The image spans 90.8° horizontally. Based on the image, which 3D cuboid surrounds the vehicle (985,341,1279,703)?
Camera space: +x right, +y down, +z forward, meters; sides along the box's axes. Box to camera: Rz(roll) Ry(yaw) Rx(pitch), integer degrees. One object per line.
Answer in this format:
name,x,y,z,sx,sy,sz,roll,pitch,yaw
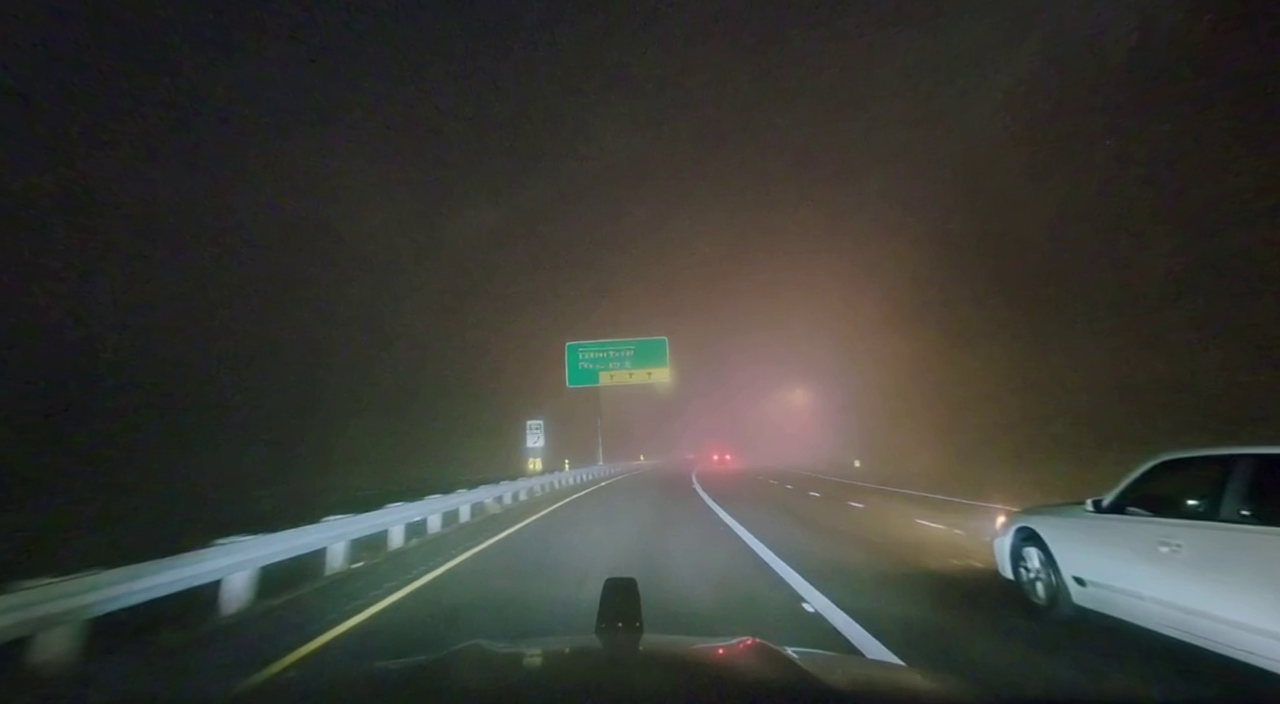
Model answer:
vehicle,4.001,0.844,2.856,2.124,1.793,4.787,0,-9,0
